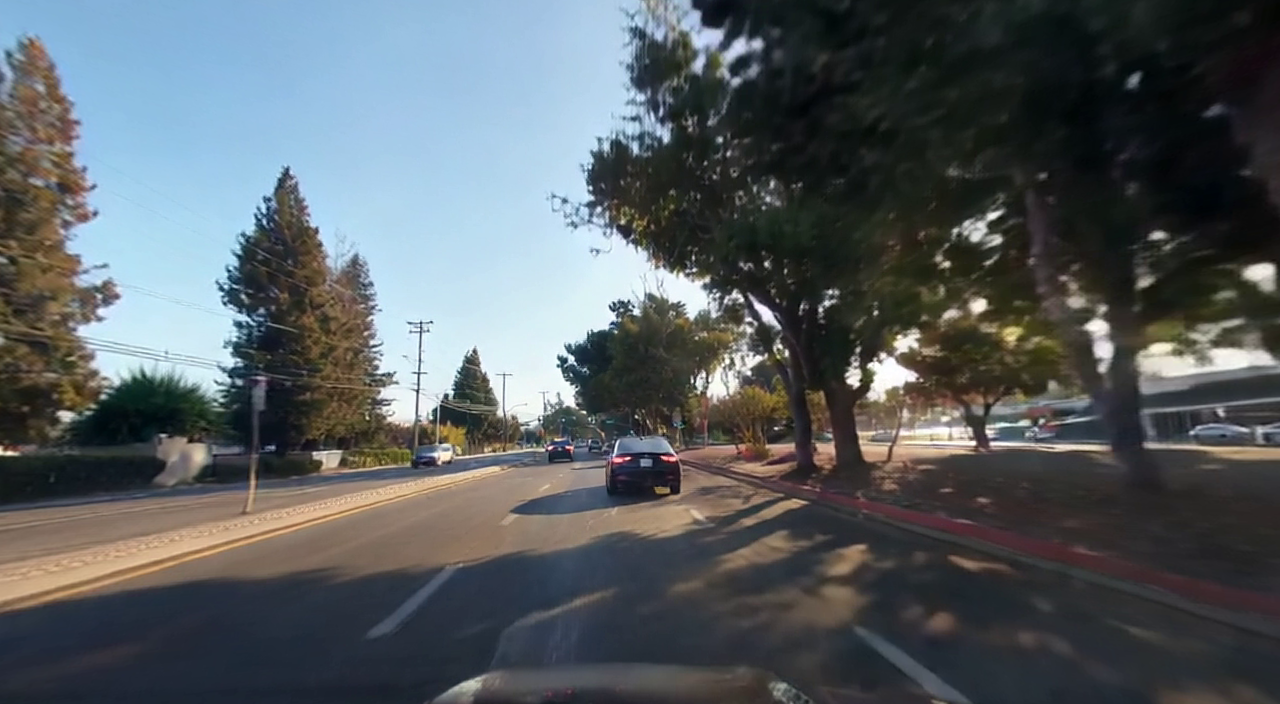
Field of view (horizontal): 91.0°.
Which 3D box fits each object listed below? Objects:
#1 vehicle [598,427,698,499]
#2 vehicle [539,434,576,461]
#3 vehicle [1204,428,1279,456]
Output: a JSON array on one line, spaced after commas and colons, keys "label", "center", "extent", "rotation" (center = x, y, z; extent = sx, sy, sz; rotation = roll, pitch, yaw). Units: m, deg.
[{"label": "vehicle", "center": [0.024, 2.837, 16.609], "extent": [2.235, 1.597, 4.918], "rotation": [0, -8, -4]}, {"label": "vehicle", "center": [-5.713, 6.637, 43.898], "extent": [2.189, 1.776, 4.342], "rotation": [0, -8, -3]}, {"label": "vehicle", "center": [34.659, 4.998, 35.066], "extent": [1.867, 1.471, 4.788], "rotation": [0, -8, -2]}]
